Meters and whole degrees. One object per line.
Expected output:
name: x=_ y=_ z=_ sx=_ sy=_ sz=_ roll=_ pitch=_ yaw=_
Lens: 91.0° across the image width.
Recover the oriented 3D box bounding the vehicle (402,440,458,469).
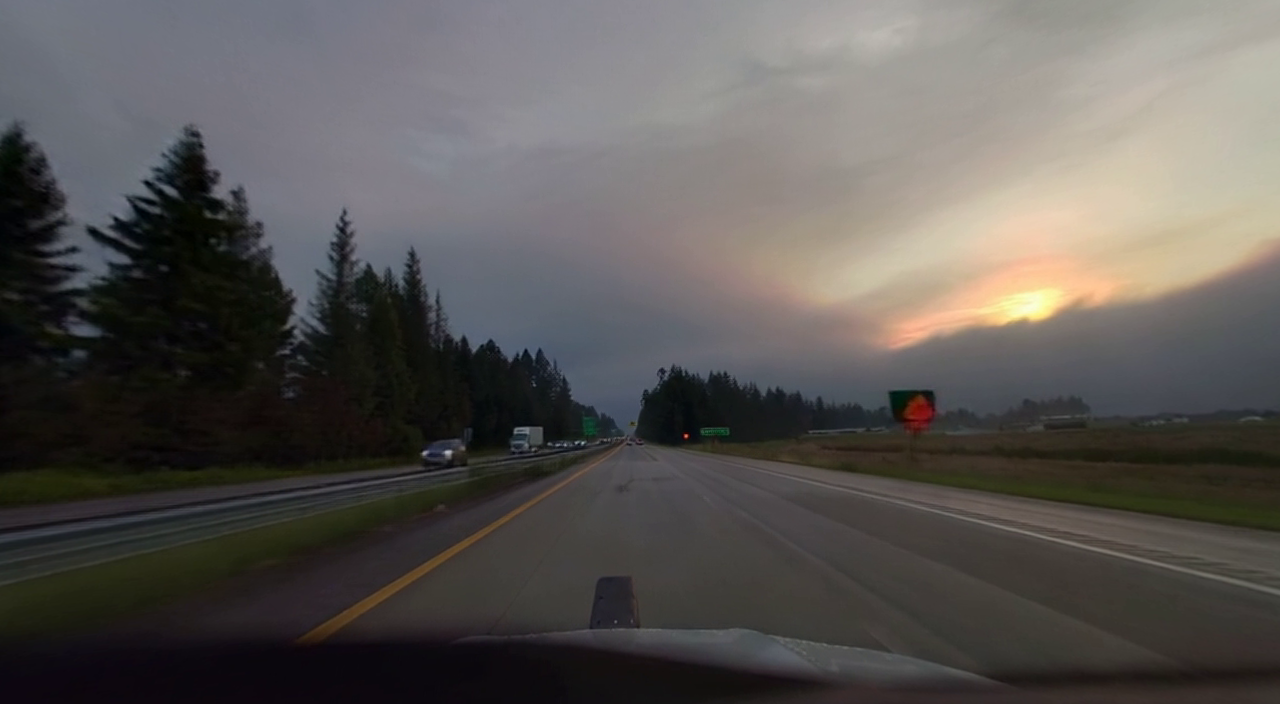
vehicle: x=-13.085 y=6.398 z=39.497 sx=1.966 sy=1.729 sz=4.312 roll=-1 pitch=-8 yaw=0
